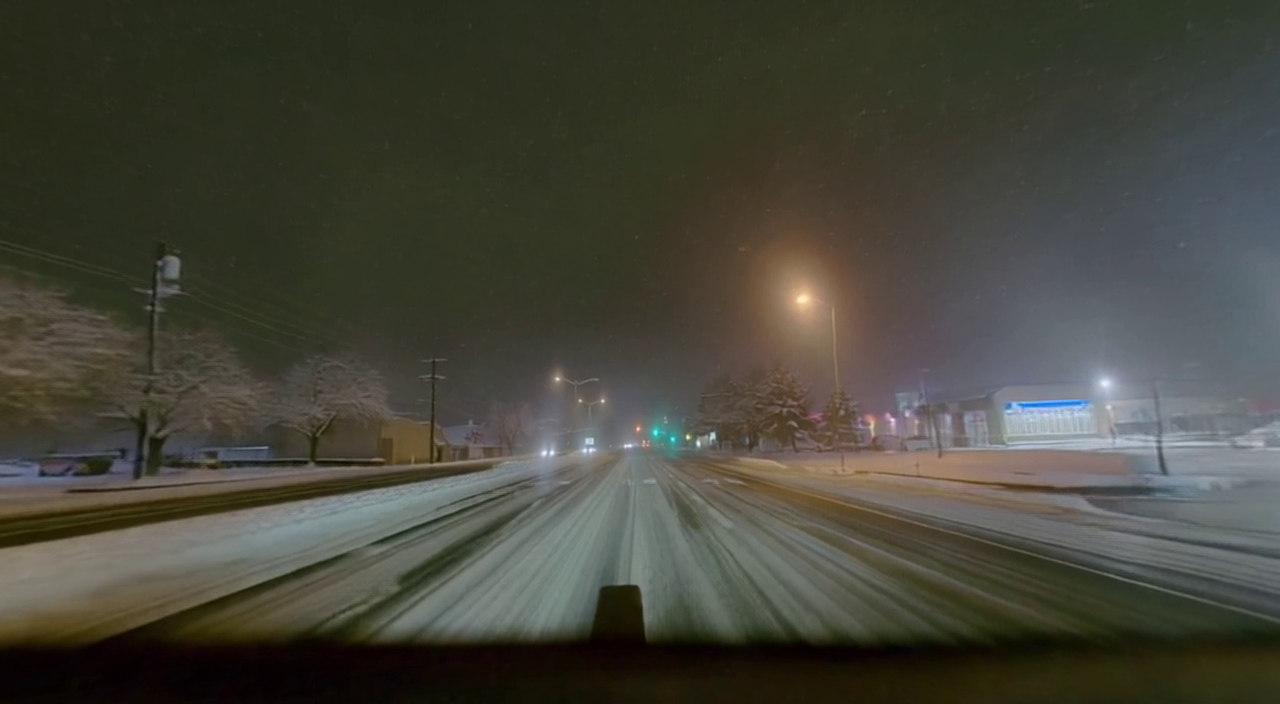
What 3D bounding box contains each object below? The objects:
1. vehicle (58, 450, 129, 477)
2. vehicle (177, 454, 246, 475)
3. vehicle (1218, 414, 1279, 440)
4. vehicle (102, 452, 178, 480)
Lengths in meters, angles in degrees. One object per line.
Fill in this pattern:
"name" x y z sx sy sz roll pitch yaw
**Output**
"vehicle" -40.856 8.319 47.359 1.704 1.866 3.985 0 -8 -1
"vehicle" -33.012 8.682 48.844 1.809 1.448 4.747 -1 -8 2
"vehicle" 41.636 5.032 42.127 1.834 1.612 4.559 0 -8 0
"vehicle" -38.185 8.686 48.418 2.005 1.915 5.056 0 -9 -5
